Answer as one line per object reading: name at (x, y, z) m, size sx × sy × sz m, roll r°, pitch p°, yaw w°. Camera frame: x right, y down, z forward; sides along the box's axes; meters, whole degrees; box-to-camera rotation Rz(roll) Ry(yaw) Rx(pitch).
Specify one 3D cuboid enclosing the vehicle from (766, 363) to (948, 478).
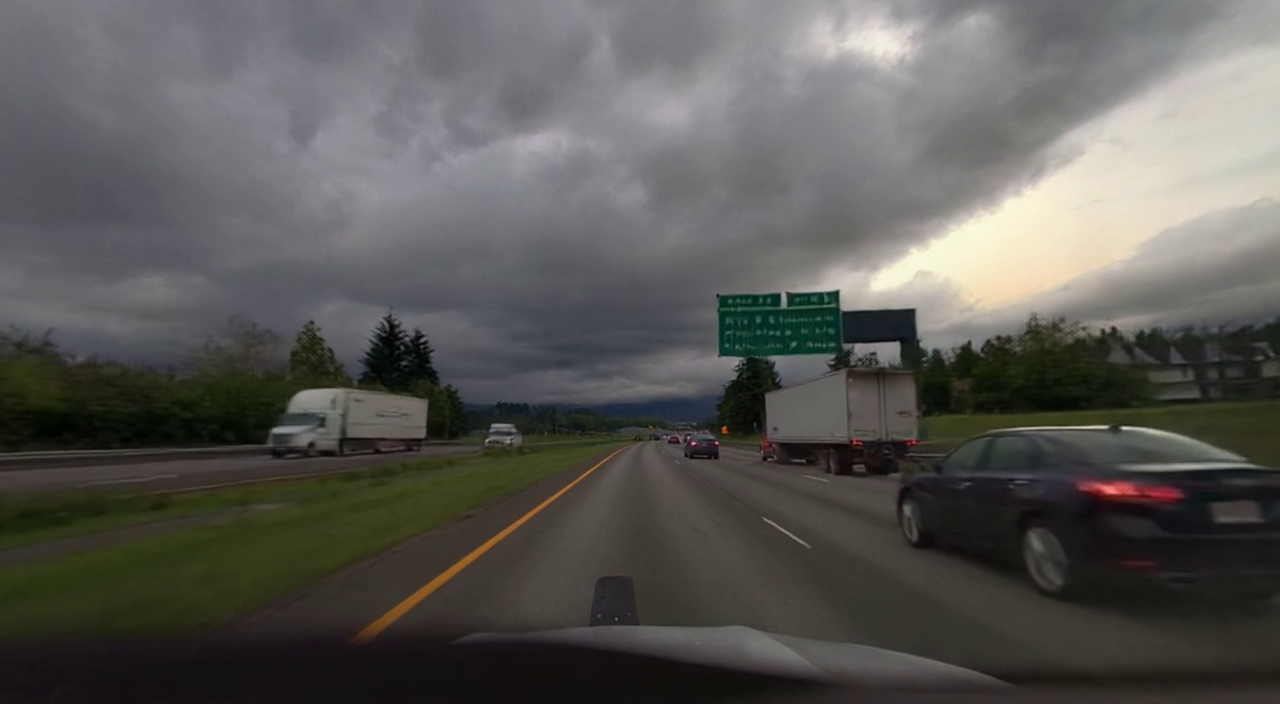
vehicle at (9.130, 3.340, 29.505) m, size 3.440 × 4.093 × 13.944 m, roll 0°, pitch -8°, yaw -1°

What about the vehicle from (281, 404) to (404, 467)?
vehicle at (-12.805, 3.675, 27.762) m, size 2.366 × 2.438 × 6.059 m, roll 0°, pitch -8°, yaw 0°

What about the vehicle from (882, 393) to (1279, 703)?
vehicle at (3.815, 1.216, 4.904) m, size 1.986 × 1.501 × 4.529 m, roll 0°, pitch -8°, yaw -1°

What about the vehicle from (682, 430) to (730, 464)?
vehicle at (3.465, 5.110, 34.090) m, size 2.011 × 1.672 × 4.415 m, roll 0°, pitch -8°, yaw -2°

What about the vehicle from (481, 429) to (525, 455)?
vehicle at (-9.233, 6.115, 42.795) m, size 1.978 × 1.644 × 4.368 m, roll 0°, pitch -8°, yaw 0°
